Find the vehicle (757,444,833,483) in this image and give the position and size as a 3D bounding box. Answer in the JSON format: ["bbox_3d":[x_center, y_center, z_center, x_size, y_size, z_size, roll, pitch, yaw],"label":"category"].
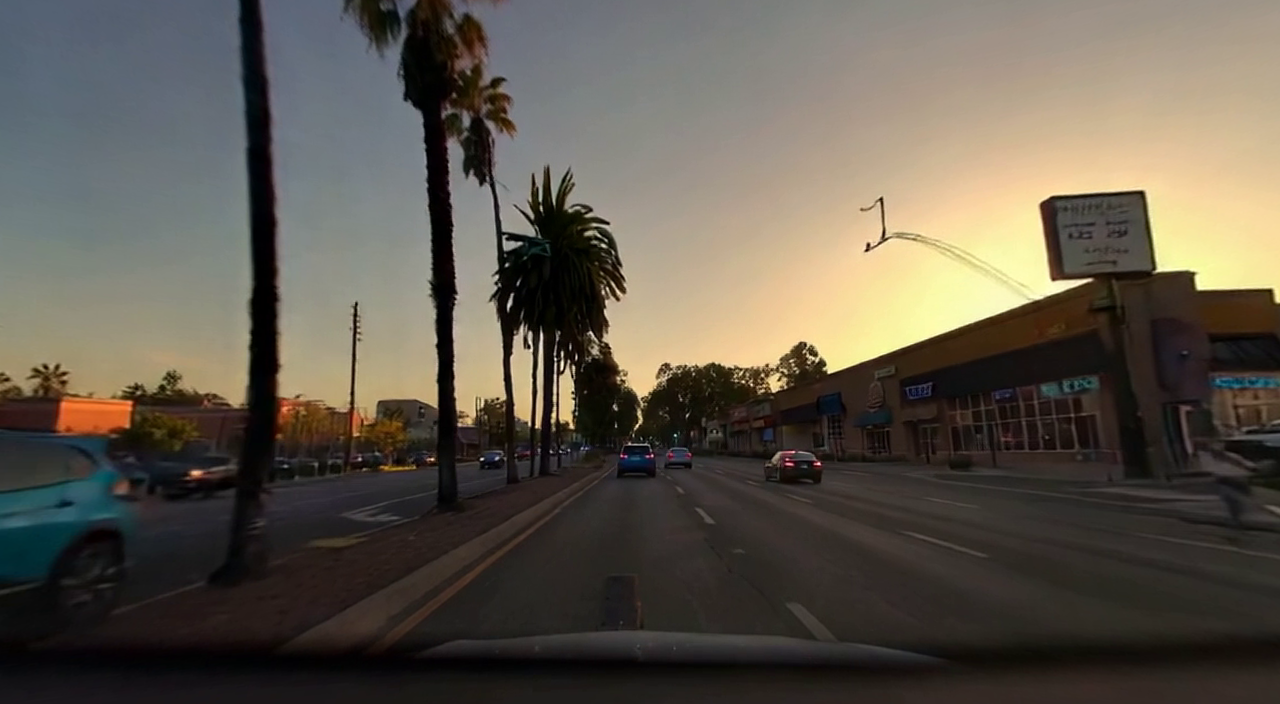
[{"bbox_3d":[6.265,4.571,26.127,1.944,1.447,4.309,0,-9,-1],"label":"vehicle"}]

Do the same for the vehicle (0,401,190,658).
[{"bbox_3d":[-5.315,1.132,3.792,2.016,1.711,4.387,0,-9,-1],"label":"vehicle"}]

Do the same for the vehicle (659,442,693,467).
[{"bbox_3d":[2.540,7.482,46.079,2.112,1.710,4.234,0,-9,-1],"label":"vehicle"}]

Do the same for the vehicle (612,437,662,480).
[{"bbox_3d":[-0.168,4.896,29.240,2.151,1.787,4.109,0,-9,-1],"label":"vehicle"}]
